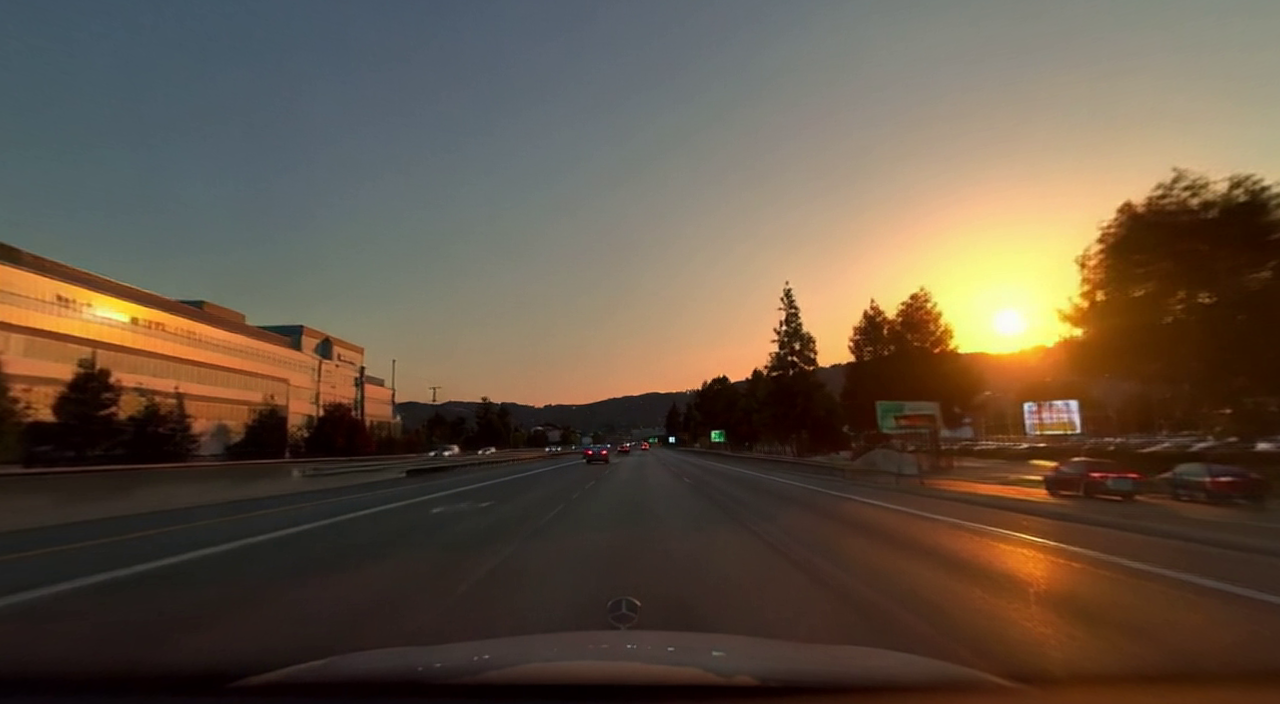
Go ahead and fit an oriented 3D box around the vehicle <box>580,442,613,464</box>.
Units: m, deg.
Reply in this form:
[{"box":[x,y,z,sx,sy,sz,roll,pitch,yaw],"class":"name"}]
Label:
[{"box":[-3.120,7.321,45.698,2.015,1.557,4.229,0,-9,1],"class":"vehicle"}]
